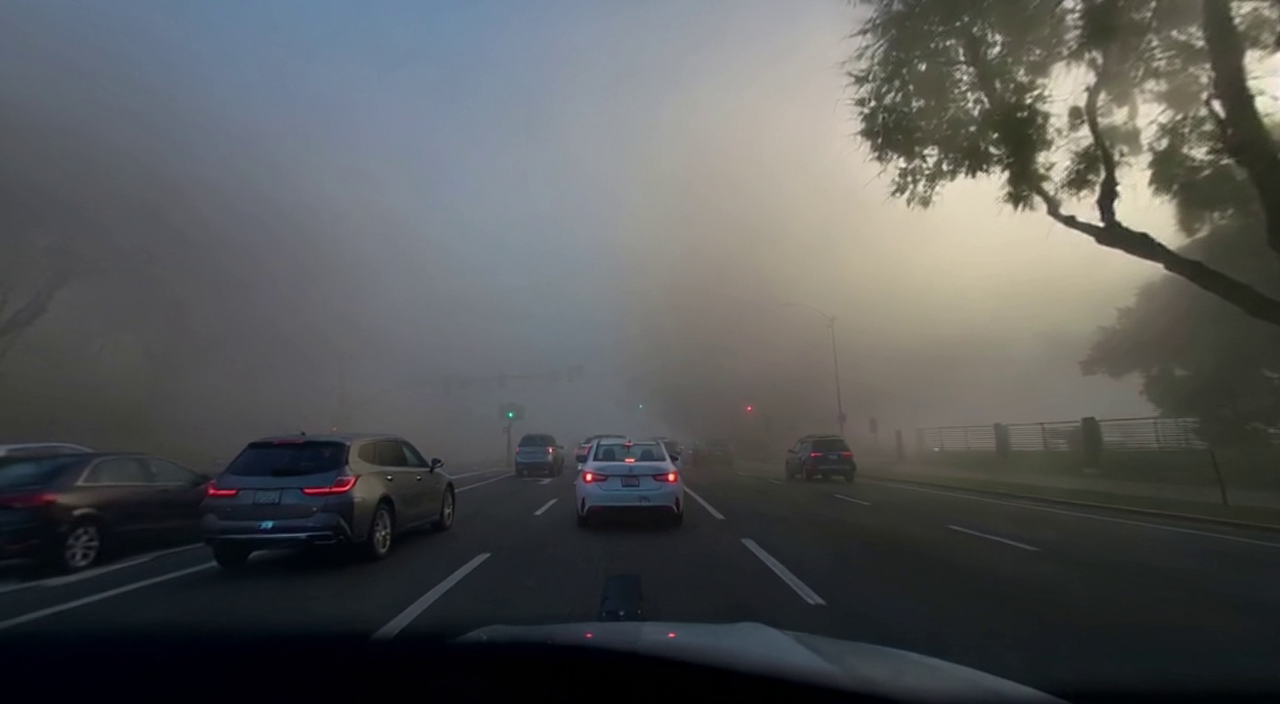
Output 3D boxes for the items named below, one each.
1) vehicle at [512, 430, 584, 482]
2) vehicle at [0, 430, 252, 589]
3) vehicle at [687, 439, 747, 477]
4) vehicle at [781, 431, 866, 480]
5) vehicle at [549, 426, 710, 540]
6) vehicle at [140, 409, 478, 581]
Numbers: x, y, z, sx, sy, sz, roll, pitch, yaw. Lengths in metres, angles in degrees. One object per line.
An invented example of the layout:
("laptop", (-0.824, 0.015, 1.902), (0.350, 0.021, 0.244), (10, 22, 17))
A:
("vehicle", (-3.518, 4.113, 25.146), (2.154, 1.801, 5.015), (0, -9, 0))
("vehicle", (-6.939, 1.775, 7.782), (1.748, 1.485, 4.090), (0, -9, -1))
("vehicle", (3.160, 4.471, 26.820), (1.905, 1.473, 4.183), (0, -9, -2))
("vehicle", (6.807, 3.900, 23.946), (1.889, 1.681, 4.120), (0, -9, -1))
("vehicle", (-0.179, 2.090, 10.683), (2.161, 1.501, 4.184), (0, -9, -1))
("vehicle", (-3.734, 1.703, 8.279), (2.009, 1.619, 4.376), (-1, -9, 1))
